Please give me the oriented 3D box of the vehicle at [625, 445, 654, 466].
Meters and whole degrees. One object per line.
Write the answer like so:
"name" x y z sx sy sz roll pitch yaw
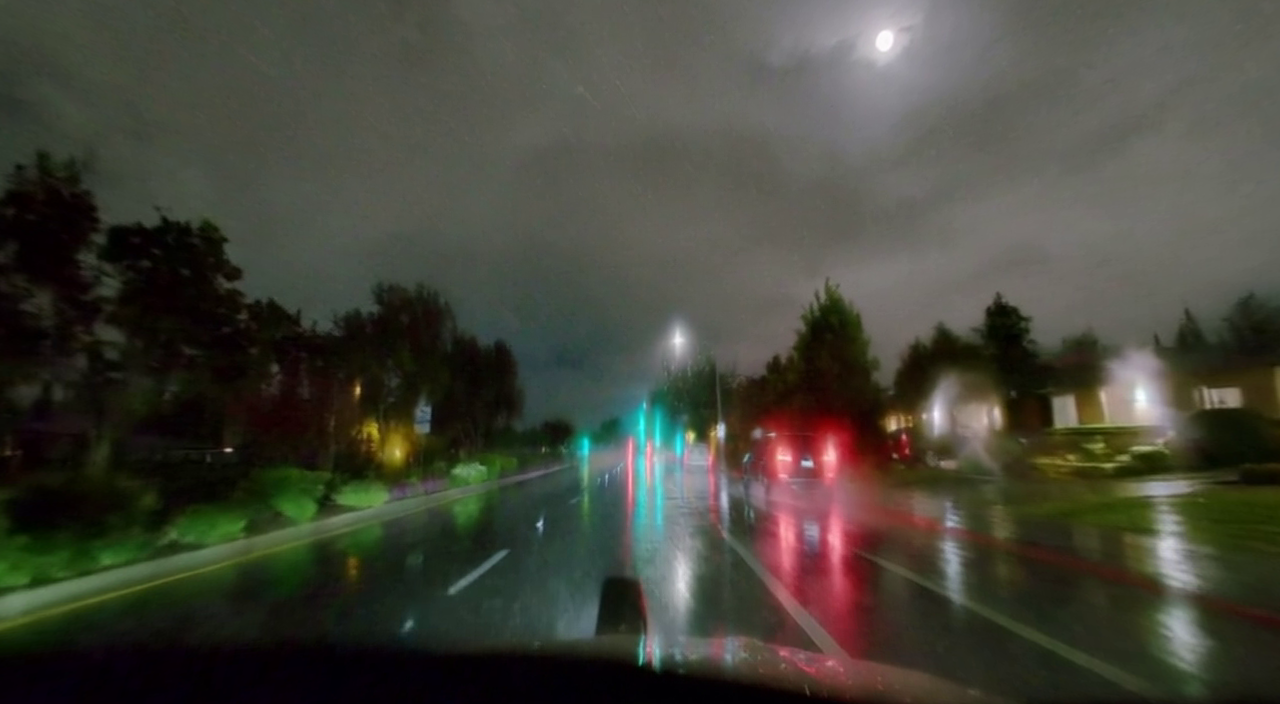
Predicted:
"vehicle" -0.034 7.628 46.391 2.054 1.456 4.003 0 -8 1

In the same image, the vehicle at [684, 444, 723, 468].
"vehicle" 4.212 7.023 42.380 2.069 1.491 4.676 1 -9 -1

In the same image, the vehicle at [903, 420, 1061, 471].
"vehicle" 12.724 3.491 23.615 4.694 1.622 2.067 -2 -7 1

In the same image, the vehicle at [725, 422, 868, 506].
"vehicle" 3.790 2.853 16.478 2.203 1.828 5.336 0 -9 -2
